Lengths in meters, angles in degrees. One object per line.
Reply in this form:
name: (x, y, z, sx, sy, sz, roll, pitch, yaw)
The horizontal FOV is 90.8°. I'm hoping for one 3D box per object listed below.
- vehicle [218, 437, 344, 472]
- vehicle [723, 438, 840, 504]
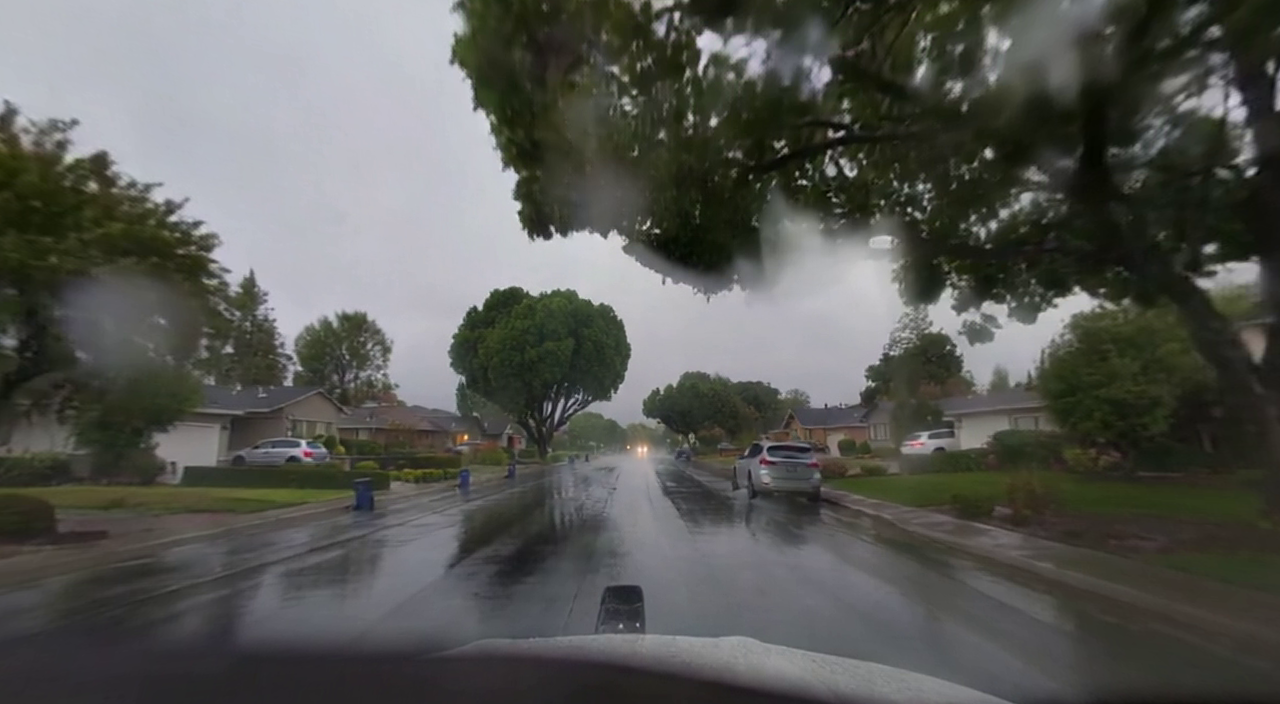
vehicle: (-16.783, 4.817, 29.738, 4.607, 1.573, 2.058, 1, -9, -4)
vehicle: (3.796, 3.295, 17.925, 2.136, 1.596, 4.790, 0, -9, -1)
